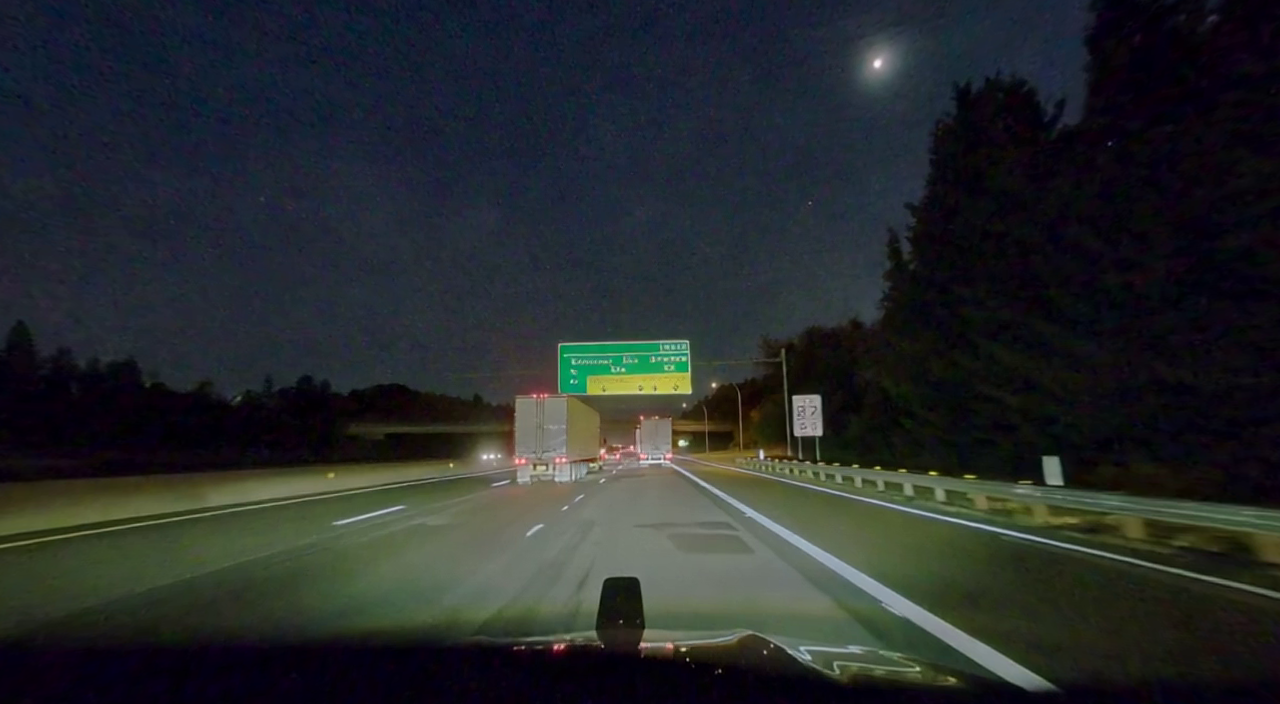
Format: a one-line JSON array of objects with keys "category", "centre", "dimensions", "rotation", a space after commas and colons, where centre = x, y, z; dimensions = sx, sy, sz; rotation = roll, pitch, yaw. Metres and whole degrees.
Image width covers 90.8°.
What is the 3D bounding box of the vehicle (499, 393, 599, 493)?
[{"category": "vehicle", "centre": [-3.229, 3.559, 24.402], "dimensions": [2.696, 3.266, 7.062], "rotation": [0, -9, 1]}]
